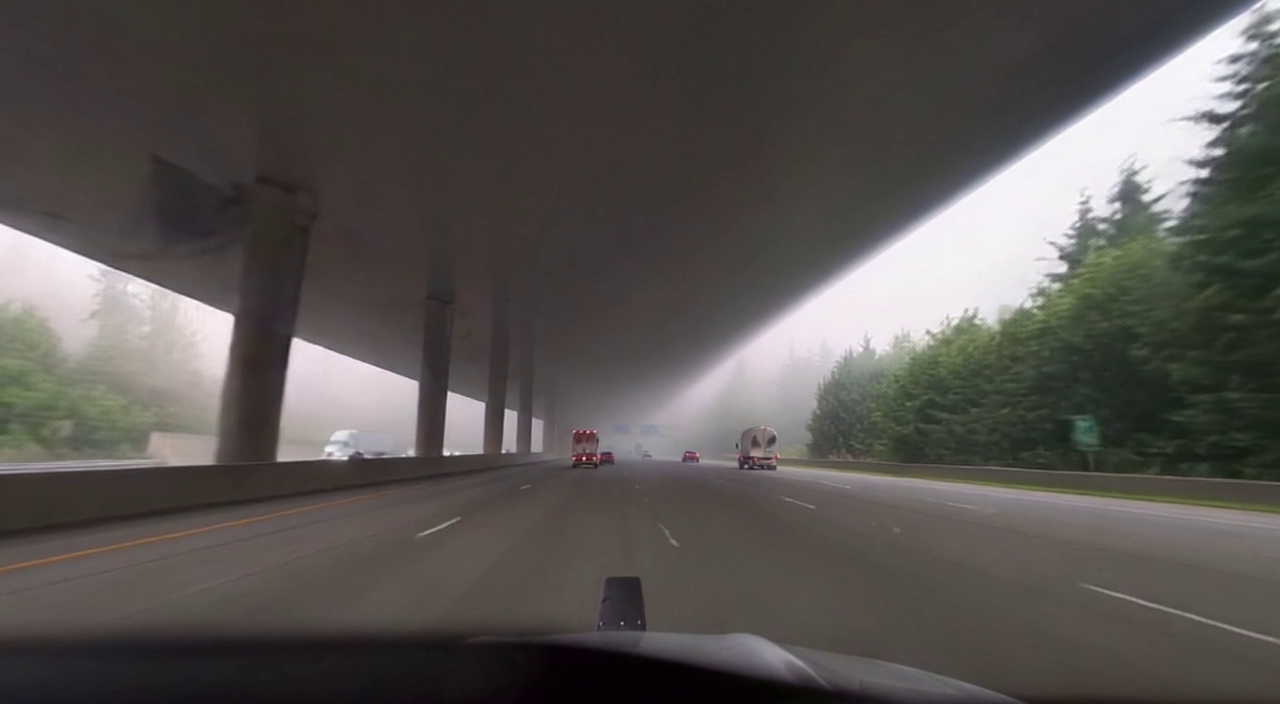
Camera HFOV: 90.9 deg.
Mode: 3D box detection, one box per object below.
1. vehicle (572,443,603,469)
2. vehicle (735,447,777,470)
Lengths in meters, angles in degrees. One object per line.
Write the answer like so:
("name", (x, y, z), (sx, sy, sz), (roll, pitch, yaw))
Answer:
("vehicle", (-3.775, 7.549, 45.815), (2.167, 1.847, 4.097), (1, -9, -4))
("vehicle", (8.421, 7.780, 46.159), (1.989, 1.591, 4.348), (1, -9, -3))
